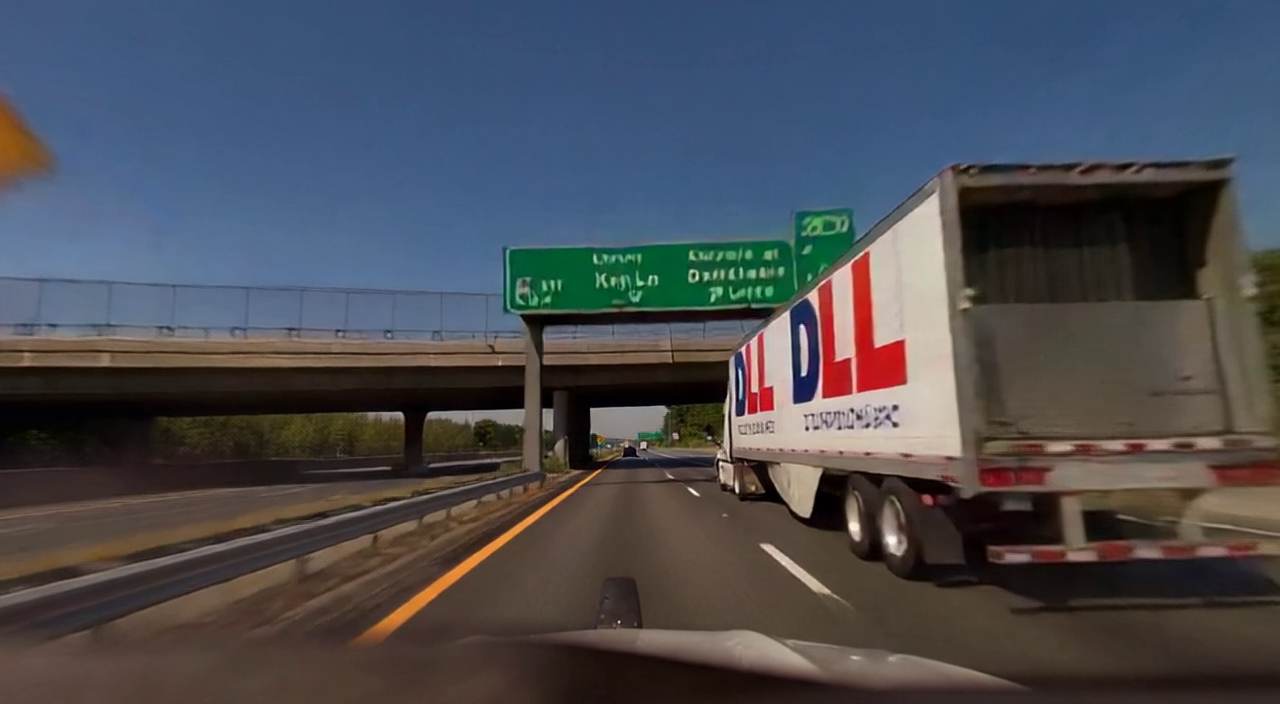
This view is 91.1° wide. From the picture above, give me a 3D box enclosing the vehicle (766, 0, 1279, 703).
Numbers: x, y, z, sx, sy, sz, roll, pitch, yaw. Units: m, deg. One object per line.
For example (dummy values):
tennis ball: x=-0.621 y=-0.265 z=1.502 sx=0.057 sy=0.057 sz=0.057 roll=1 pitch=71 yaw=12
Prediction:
vehicle: x=3.843 y=0.250 z=7.267 sx=2.879 sy=4.075 sz=8.126 roll=0 pitch=-9 yaw=-1
